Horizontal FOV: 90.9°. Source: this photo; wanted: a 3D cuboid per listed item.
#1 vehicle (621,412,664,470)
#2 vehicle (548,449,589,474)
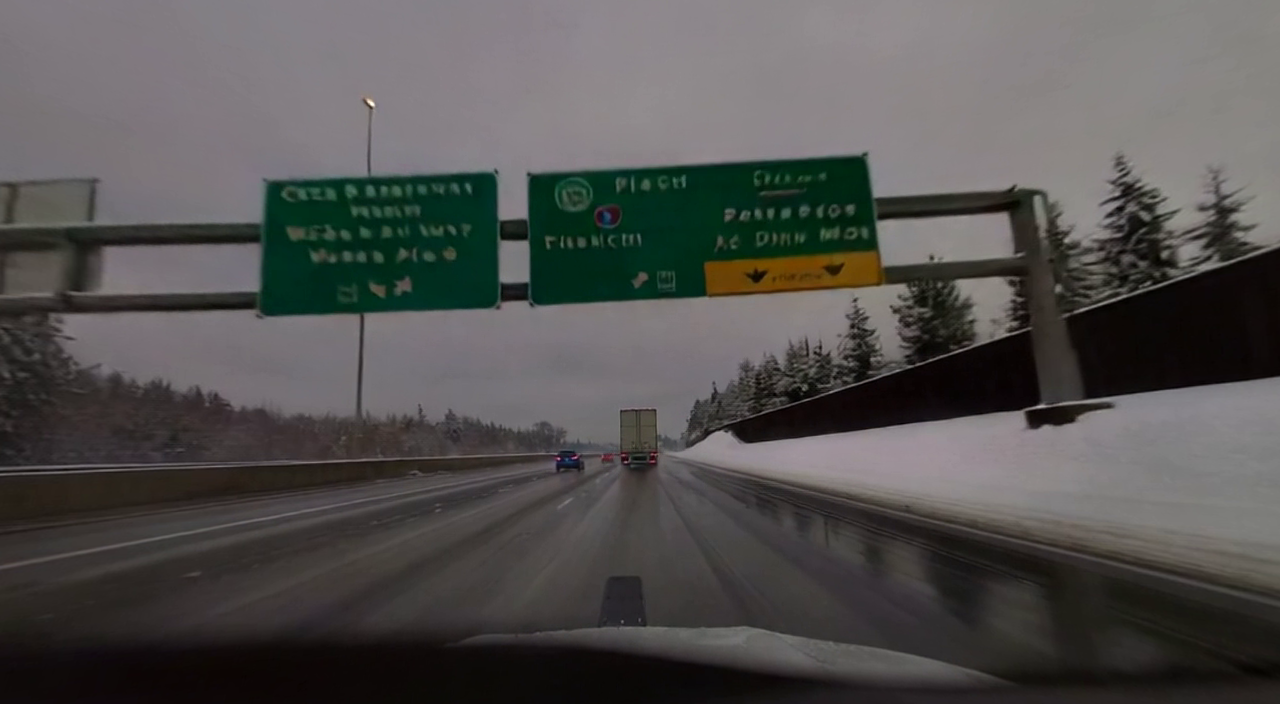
[{"bbox_3d":[0.221,7.008,49.271,2.980,4.051,10.359,0,-9,1],"label":"vehicle"},{"bbox_3d":[-4.508,6.947,40.275,1.977,1.478,4.702,0,-9,1],"label":"vehicle"}]
